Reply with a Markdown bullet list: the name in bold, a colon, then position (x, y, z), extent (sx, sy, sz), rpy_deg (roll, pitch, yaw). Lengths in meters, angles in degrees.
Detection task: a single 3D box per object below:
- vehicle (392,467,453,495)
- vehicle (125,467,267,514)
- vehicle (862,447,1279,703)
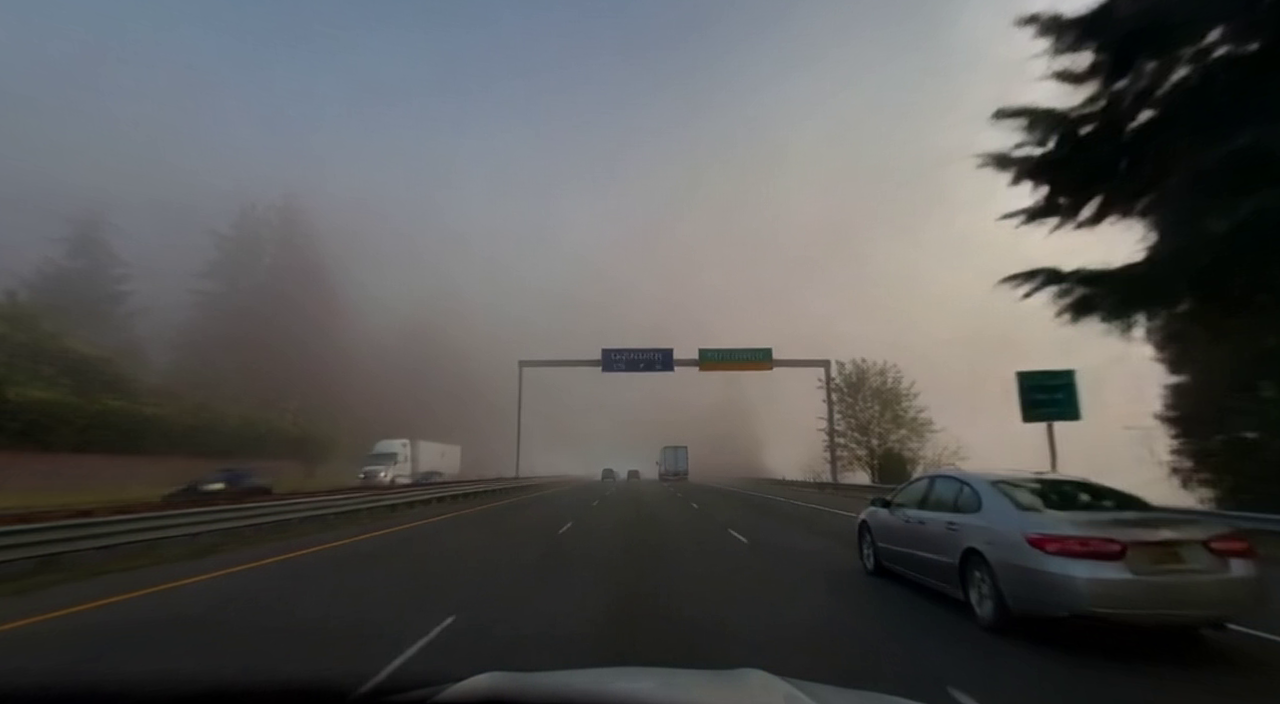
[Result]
- **vehicle**: position (-12.191, 7.261, 35.586), extent (1.860, 1.458, 4.370), rpy_deg (1, -11, 0)
- **vehicle**: position (-15.894, 4.963, 22.941), extent (1.863, 1.471, 4.543), rpy_deg (1, -11, 0)
- **vehicle**: position (3.942, 1.715, 5.847), extent (2.051, 1.472, 4.547), rpy_deg (1, -11, -1)
